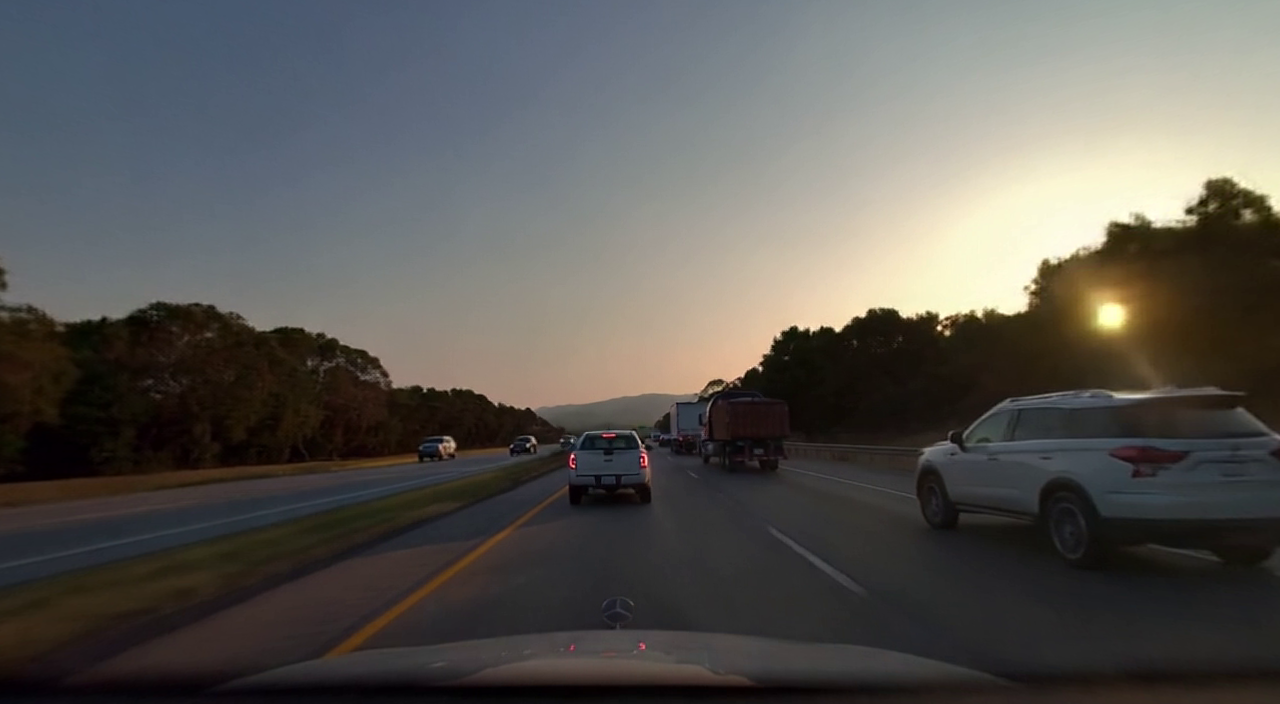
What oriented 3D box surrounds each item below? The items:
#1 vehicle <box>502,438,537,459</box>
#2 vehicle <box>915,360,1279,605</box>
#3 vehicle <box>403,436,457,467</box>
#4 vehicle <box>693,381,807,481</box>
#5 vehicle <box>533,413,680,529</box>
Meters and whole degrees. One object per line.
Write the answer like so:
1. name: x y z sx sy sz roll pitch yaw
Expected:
1. vehicle: -8.829 7.059 46.312 1.756 1.446 3.661 0 -8 2
2. vehicle: 4.938 1.263 6.918 2.011 1.905 3.905 0 -8 0
3. vehicle: -13.440 6.370 40.629 1.949 1.833 4.237 0 -8 1
4. vehicle: 3.720 2.960 23.550 2.723 3.027 8.478 0 -8 0
5. vehicle: -0.505 1.958 11.026 2.082 1.638 4.055 0 -8 -1
